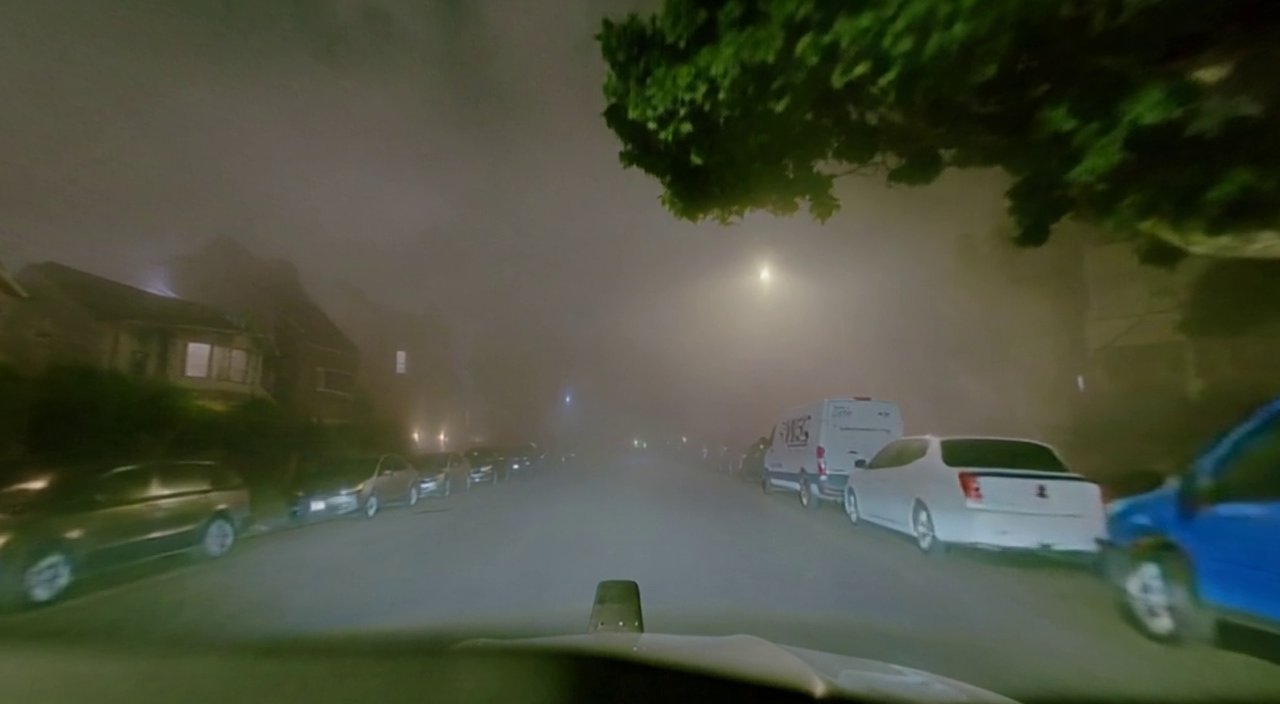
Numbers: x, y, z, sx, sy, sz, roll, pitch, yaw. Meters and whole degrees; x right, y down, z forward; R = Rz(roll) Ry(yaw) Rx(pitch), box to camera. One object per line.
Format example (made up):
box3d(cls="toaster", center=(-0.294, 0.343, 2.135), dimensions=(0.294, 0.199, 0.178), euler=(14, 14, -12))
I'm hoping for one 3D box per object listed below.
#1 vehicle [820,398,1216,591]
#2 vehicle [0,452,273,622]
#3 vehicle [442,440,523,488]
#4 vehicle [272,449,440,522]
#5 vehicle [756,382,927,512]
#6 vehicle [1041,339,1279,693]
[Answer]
box3d(cls="vehicle", center=(4.359, 1.763, 8.923), dimensions=(1.907, 1.768, 6.059), euler=(0, -8, 1))
box3d(cls="vehicle", center=(-6.671, 2.043, 7.903), dimensions=(1.731, 1.423, 4.504), euler=(-2, -8, -4))
box3d(cls="vehicle", center=(-6.689, 4.800, 27.574), dimensions=(2.162, 1.846, 5.426), euler=(0, -8, 0))
box3d(cls="vehicle", center=(-6.694, 3.158, 15.631), dimensions=(1.869, 1.467, 4.921), euler=(0, -9, 0))
box3d(cls="vehicle", center=(4.644, 2.361, 15.841), dimensions=(2.178, 2.656, 5.712), euler=(0, -9, -2))
box3d(cls="vehicle", center=(4.483, 0.744, 2.497), dimensions=(2.072, 1.883, 5.576), euler=(0, -8, 0))
